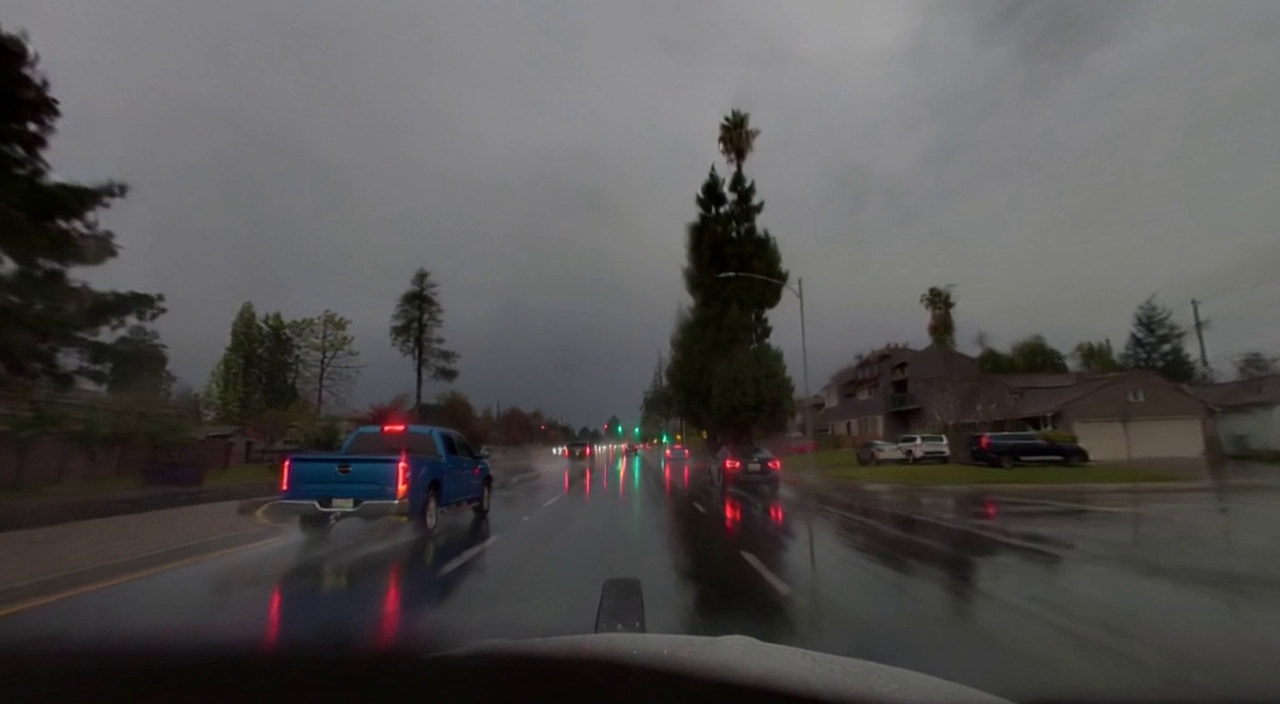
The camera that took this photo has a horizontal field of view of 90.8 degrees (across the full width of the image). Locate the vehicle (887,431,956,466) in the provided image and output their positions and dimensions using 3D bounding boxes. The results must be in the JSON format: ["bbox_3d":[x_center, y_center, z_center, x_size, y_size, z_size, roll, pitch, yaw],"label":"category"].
[{"bbox_3d":[16.244,5.650,36.697,2.040,1.784,4.533,-3,-10,3],"label":"vehicle"}]

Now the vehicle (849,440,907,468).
[{"bbox_3d":[13.641,5.831,36.514,1.929,1.502,4.177,0,-8,3],"label":"vehicle"}]

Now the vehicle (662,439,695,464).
[{"bbox_3d":[2.985,7.752,49.459,2.099,1.845,4.363,0,-8,-3],"label":"vehicle"}]

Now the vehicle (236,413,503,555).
[{"bbox_3d":[-3.940,2.015,10.555,2.111,1.745,5.274,0,-8,0],"label":"vehicle"}]

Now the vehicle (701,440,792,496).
[{"bbox_3d":[3.029,3.381,18.887,1.884,1.463,4.195,0,-8,-1],"label":"vehicle"}]

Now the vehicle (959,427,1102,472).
[{"bbox_3d":[17.090,4.266,27.888,1.991,1.806,4.902,6,-10,-39],"label":"vehicle"}]

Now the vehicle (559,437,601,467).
[{"bbox_3d":[-3.826,6.492,41.328,2.218,1.829,4.492,0,-8,1],"label":"vehicle"}]
